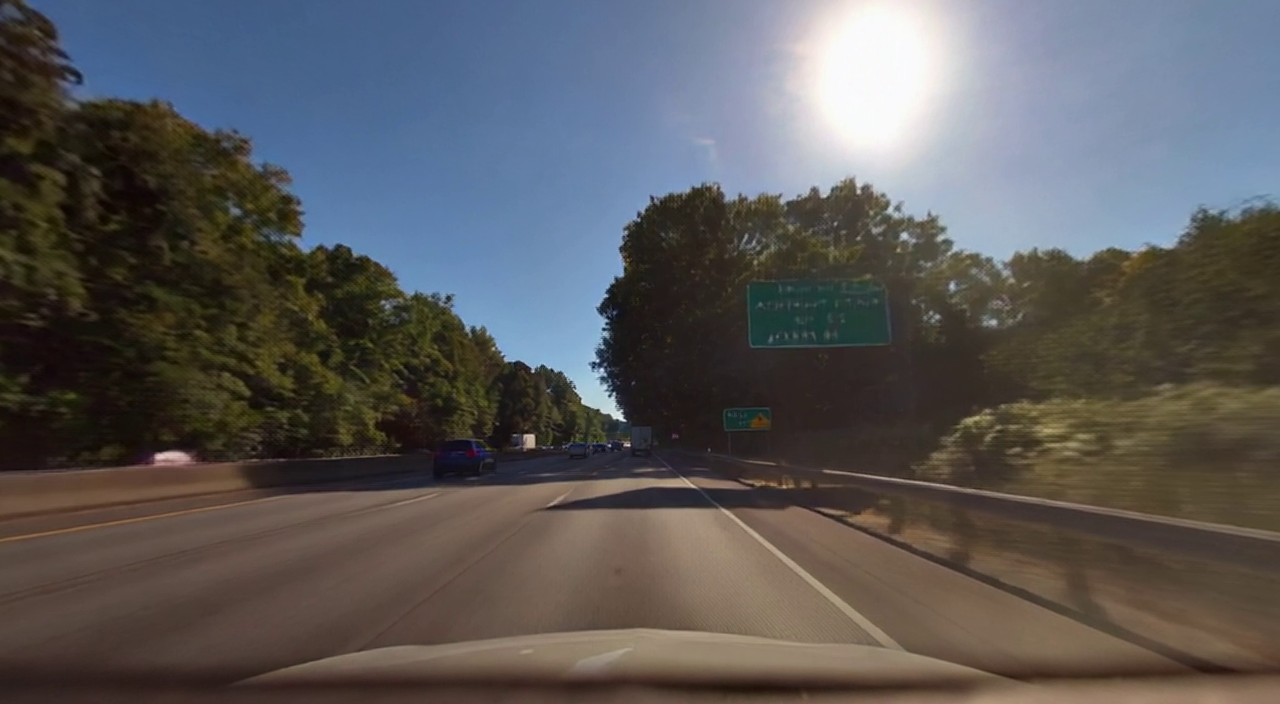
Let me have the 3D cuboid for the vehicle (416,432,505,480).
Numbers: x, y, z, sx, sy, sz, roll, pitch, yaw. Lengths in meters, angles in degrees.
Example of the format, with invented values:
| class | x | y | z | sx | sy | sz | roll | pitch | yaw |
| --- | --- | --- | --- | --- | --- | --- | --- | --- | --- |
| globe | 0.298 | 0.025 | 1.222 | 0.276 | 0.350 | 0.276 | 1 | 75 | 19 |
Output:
| class | x | y | z | sx | sy | sz | roll | pitch | yaw |
| --- | --- | --- | --- | --- | --- | --- | --- | --- | --- |
| vehicle | -7.287 | 4.275 | 26.095 | 2.253 | 1.815 | 4.618 | 0 | -9 | 1 |
